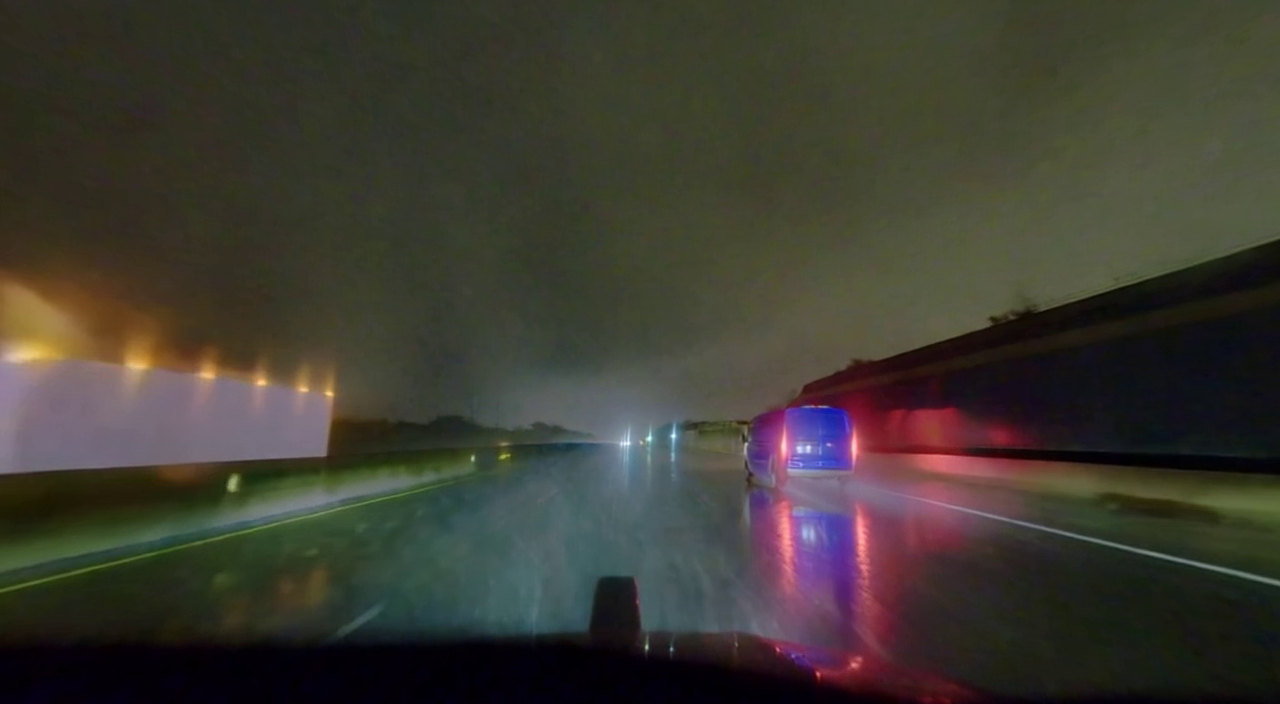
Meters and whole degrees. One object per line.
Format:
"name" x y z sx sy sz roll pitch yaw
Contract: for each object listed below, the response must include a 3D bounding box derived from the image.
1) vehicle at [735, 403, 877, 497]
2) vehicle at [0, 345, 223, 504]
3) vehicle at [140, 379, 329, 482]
"vehicle" 3.929 2.433 15.902 2.161 2.002 4.631 0 -8 -2
"vehicle" -17.144 2.198 18.298 3.018 3.854 10.404 0 -8 -1
"vehicle" -17.263 3.520 27.787 2.854 3.820 8.298 0 -8 -1
